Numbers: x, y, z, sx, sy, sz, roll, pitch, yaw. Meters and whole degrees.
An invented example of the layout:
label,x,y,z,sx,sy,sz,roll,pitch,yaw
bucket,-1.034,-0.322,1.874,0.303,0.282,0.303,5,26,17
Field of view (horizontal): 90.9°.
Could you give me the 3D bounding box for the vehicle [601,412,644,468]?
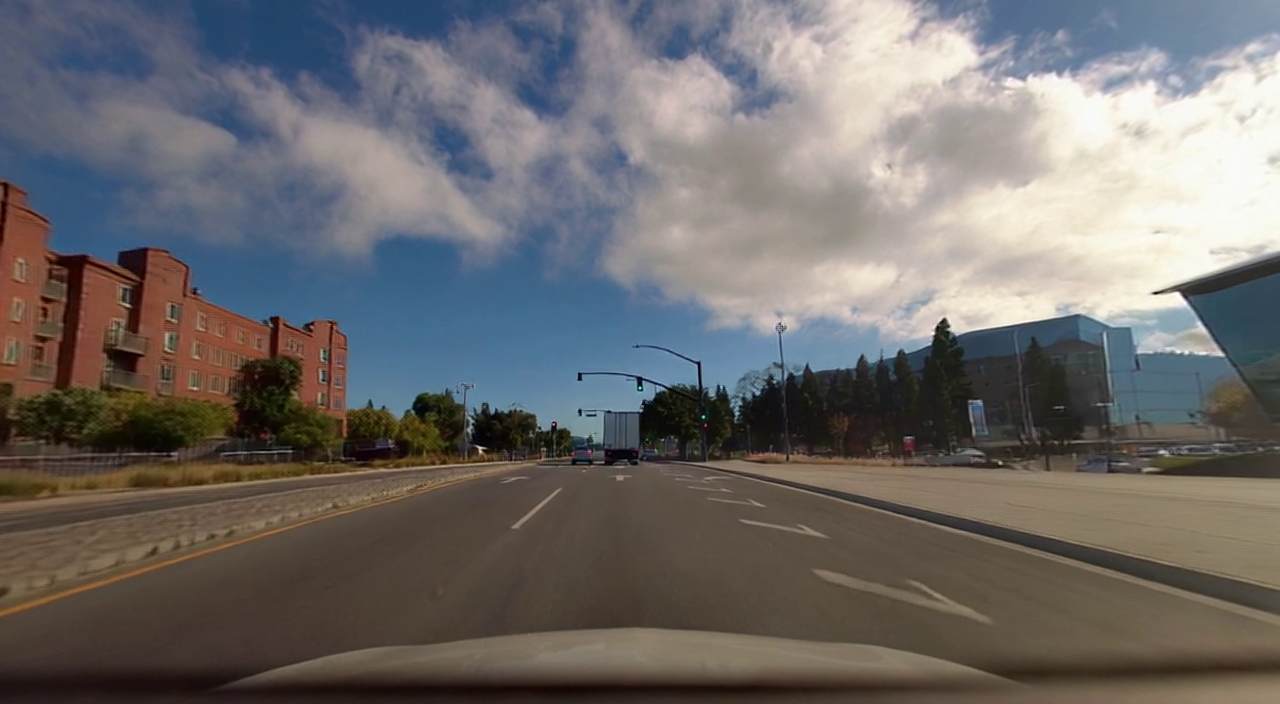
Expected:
label,x,y,z,sx,sy,sz,roll,pitch,yaw
vehicle,-1.325,6.482,46.799,2.876,3.724,9.351,0,-7,-2
